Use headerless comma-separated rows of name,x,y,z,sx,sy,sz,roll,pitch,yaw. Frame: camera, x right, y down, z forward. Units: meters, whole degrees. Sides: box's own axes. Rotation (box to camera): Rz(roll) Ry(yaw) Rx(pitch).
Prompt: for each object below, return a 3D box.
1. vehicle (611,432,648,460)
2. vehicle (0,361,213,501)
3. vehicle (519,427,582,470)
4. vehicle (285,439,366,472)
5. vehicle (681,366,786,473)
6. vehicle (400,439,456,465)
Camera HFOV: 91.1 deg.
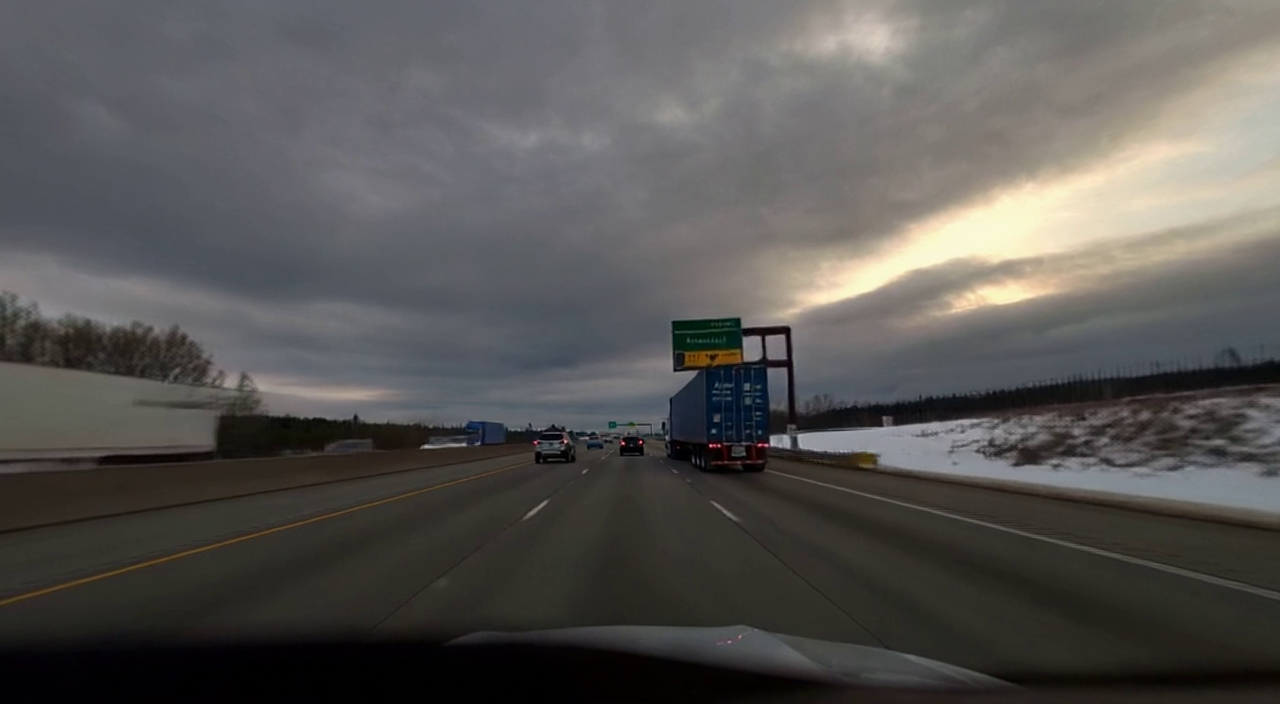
vehicle,-0.646,5.676,38.254,2.088,1.567,4.240,0,-8,-1
vehicle,-19.921,2.872,22.727,2.931,4.073,8.582,0,-8,-1
vehicle,-3.683,4.058,26.695,2.054,1.671,4.445,0,-8,0
vehicle,-16.000,5.257,32.257,1.901,1.533,4.355,0,-8,0
vehicle,3.606,2.942,26.587,2.883,3.836,7.894,0,-8,-3
vehicle,-12.798,6.036,38.224,1.892,1.492,4.233,0,-8,0
